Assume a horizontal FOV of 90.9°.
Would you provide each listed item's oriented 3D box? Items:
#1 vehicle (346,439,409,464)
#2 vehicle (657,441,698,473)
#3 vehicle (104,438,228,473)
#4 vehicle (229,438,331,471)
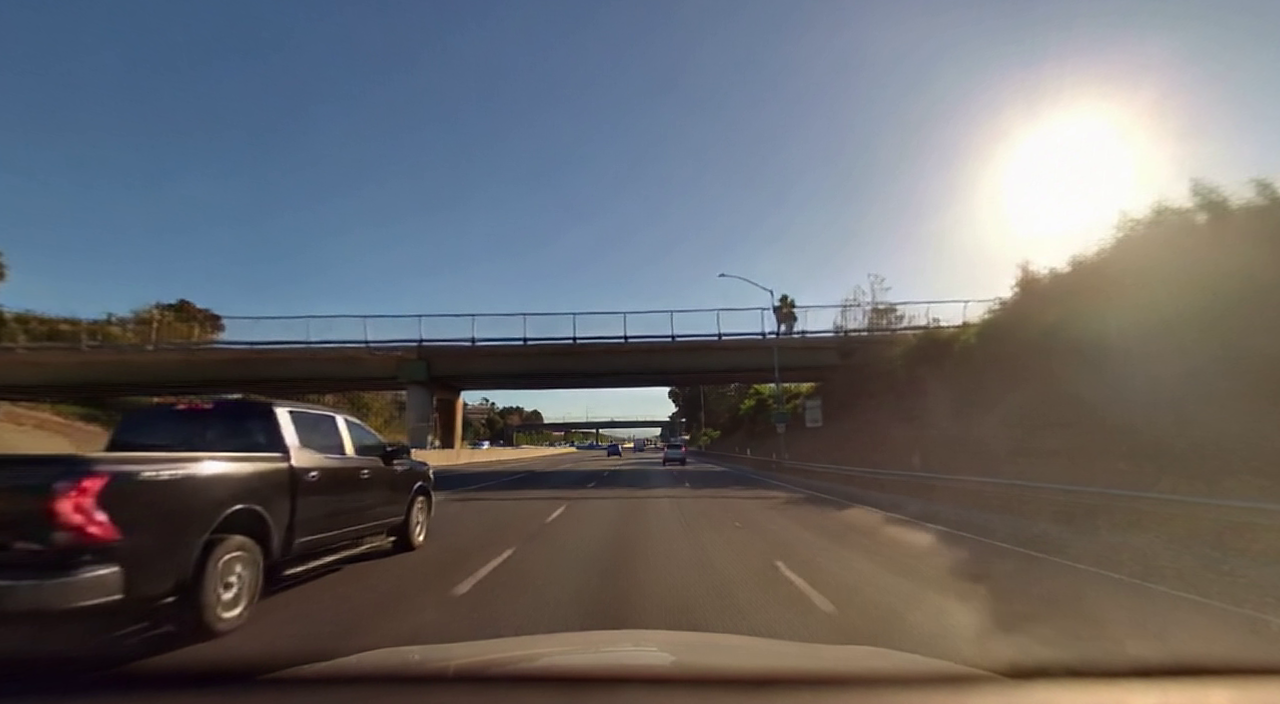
[{"bbox_3d":[-19.716,7.490,47.733,2.203,1.733,5.705,0,-8,2],"label":"vehicle"},{"bbox_3d":[1.991,5.807,35.061,2.010,1.637,4.940,0,-8,1],"label":"vehicle"},{"bbox_3d":[-23.201,5.099,31.230,1.954,1.570,5.289,0,-8,1],"label":"vehicle"},{"bbox_3d":[-19.906,5.684,35.262,2.184,1.663,5.696,0,-8,2],"label":"vehicle"}]
